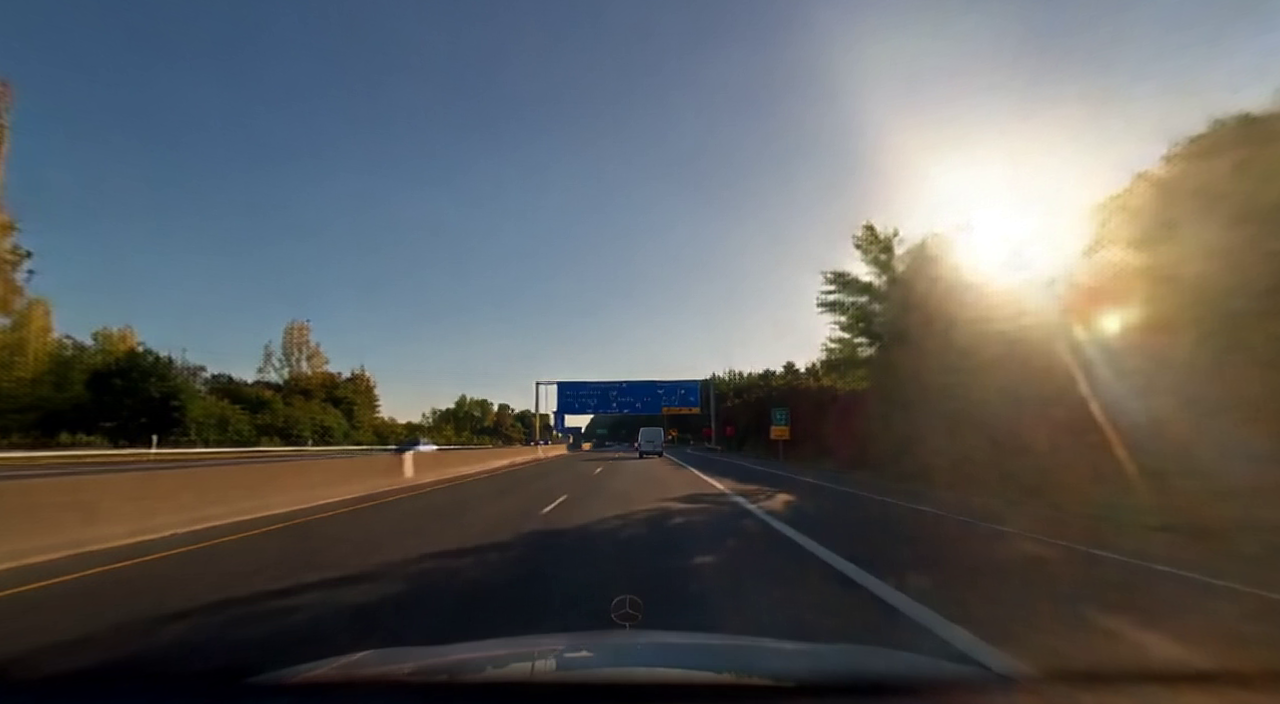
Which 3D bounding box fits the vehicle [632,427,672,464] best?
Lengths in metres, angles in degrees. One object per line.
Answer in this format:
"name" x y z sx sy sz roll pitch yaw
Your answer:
"vehicle" 0.713 5.788 38.893 2.277 2.109 4.922 0 -8 1
